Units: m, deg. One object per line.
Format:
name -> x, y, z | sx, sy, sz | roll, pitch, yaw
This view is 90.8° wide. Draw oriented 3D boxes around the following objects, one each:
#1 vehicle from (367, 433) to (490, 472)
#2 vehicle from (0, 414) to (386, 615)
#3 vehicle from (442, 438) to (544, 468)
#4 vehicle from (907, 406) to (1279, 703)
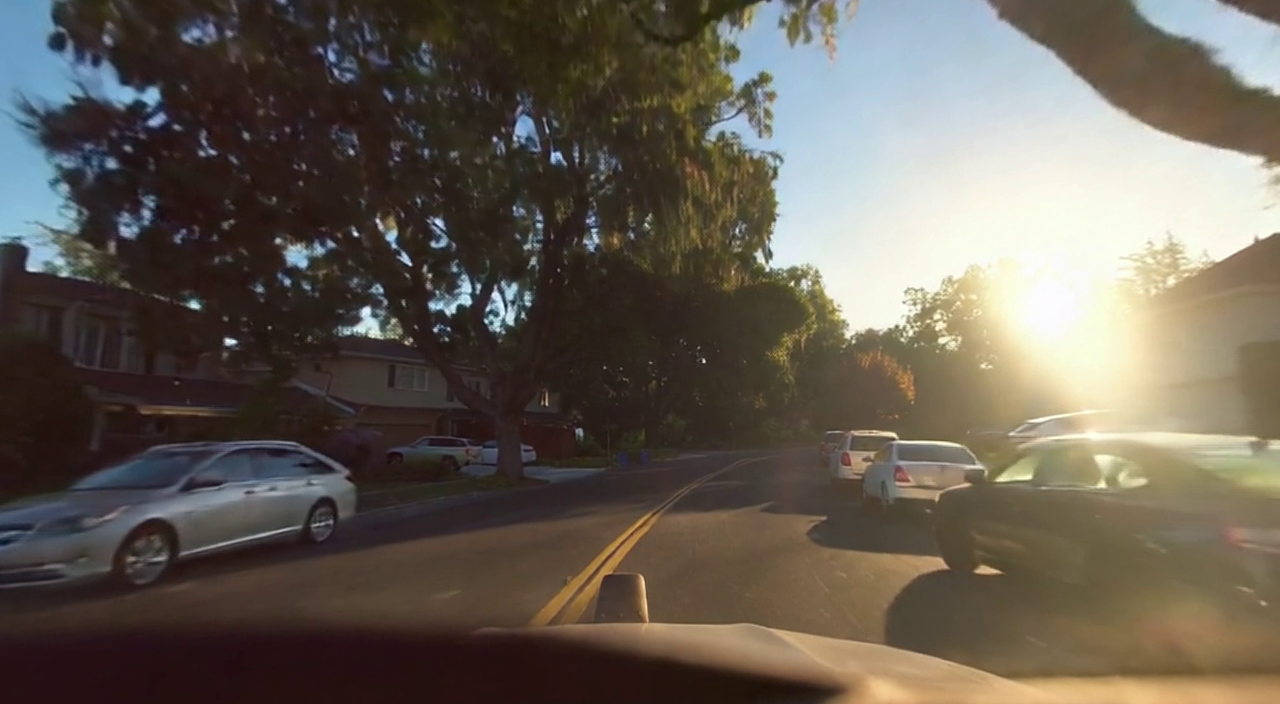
vehicle -> -9.155, 4.356, 27.481 | 4.635, 1.594, 2.132 | -3, -9, 16
vehicle -> -5.513, 1.758, 7.961 | 2.030, 1.696, 4.828 | -2, -9, 9
vehicle -> -7.250, 5.000, 31.393 | 4.455, 1.419, 2.017 | -2, -9, 14
vehicle -> 3.892, 1.290, 4.833 | 2.045, 1.478, 4.914 | -1, -8, 7
